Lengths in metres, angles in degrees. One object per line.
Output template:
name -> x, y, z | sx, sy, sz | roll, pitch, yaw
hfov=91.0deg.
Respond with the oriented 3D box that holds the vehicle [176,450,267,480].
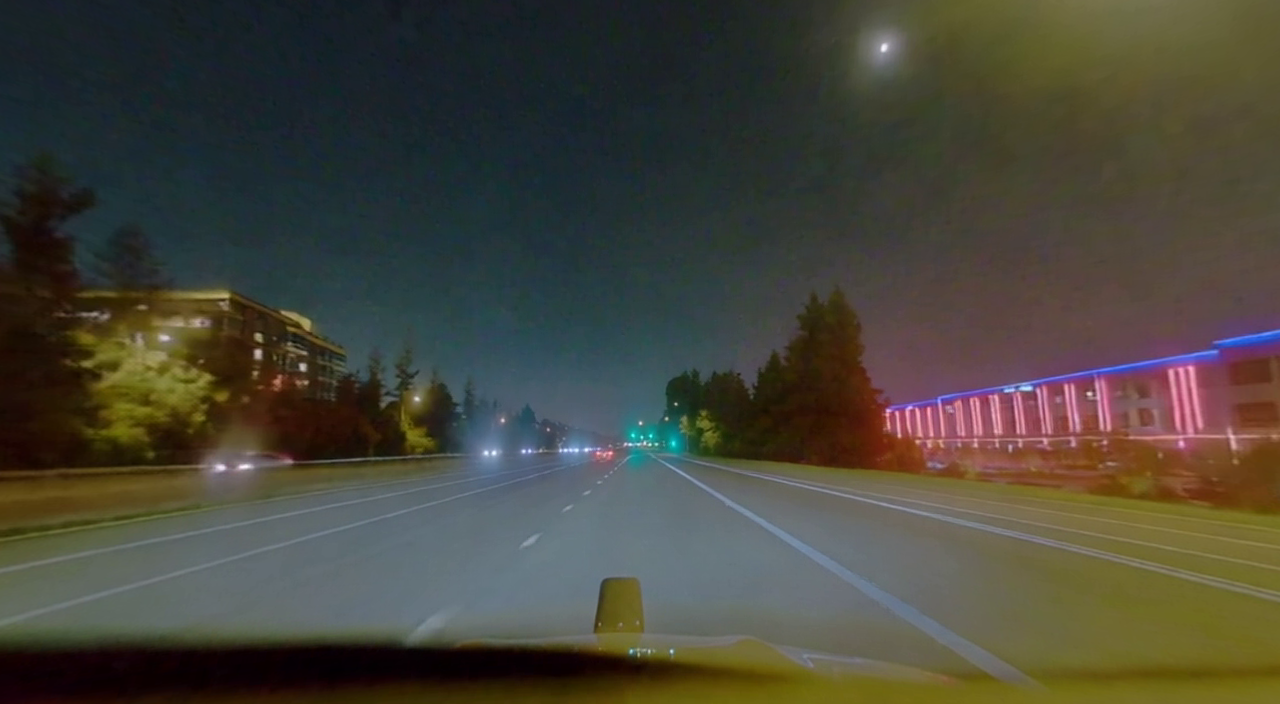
vehicle -> -23.803, 6.405, 36.065 | 1.886, 1.545, 4.772 | 0, -9, 0
